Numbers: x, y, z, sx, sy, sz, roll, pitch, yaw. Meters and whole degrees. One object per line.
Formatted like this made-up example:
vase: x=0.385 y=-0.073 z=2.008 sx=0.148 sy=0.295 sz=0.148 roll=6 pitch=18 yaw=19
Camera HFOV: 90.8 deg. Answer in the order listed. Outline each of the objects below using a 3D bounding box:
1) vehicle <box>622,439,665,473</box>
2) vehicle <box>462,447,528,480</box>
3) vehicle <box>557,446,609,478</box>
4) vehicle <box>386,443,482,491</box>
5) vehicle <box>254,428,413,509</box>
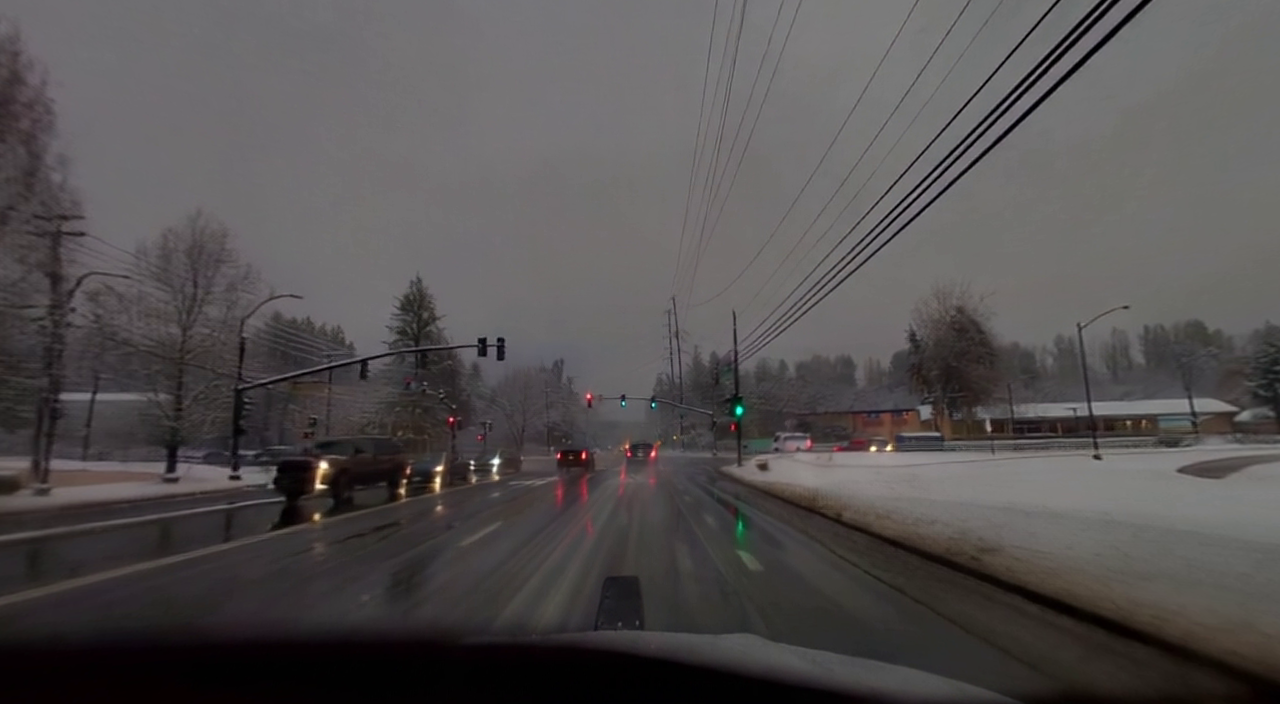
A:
vehicle: x=0.292 y=6.079 z=37.211 sx=2.276 sy=1.850 sz=3.897 roll=-1 pitch=-8 yaw=4
vehicle: x=-6.942 y=5.362 z=30.683 sx=1.904 sy=1.449 sz=4.580 roll=0 pitch=-8 yaw=3
vehicle: x=-2.763 y=5.462 z=31.691 sx=2.064 sy=1.464 sz=4.373 roll=0 pitch=-8 yaw=2
vehicle: x=-7.466 y=4.178 z=23.379 sx=1.912 sy=1.573 sz=4.299 roll=0 pitch=-8 yaw=3
vehicle: x=-7.443 y=2.857 z=15.902 sx=1.860 sy=1.754 sz=4.089 roll=0 pitch=-8 yaw=1
